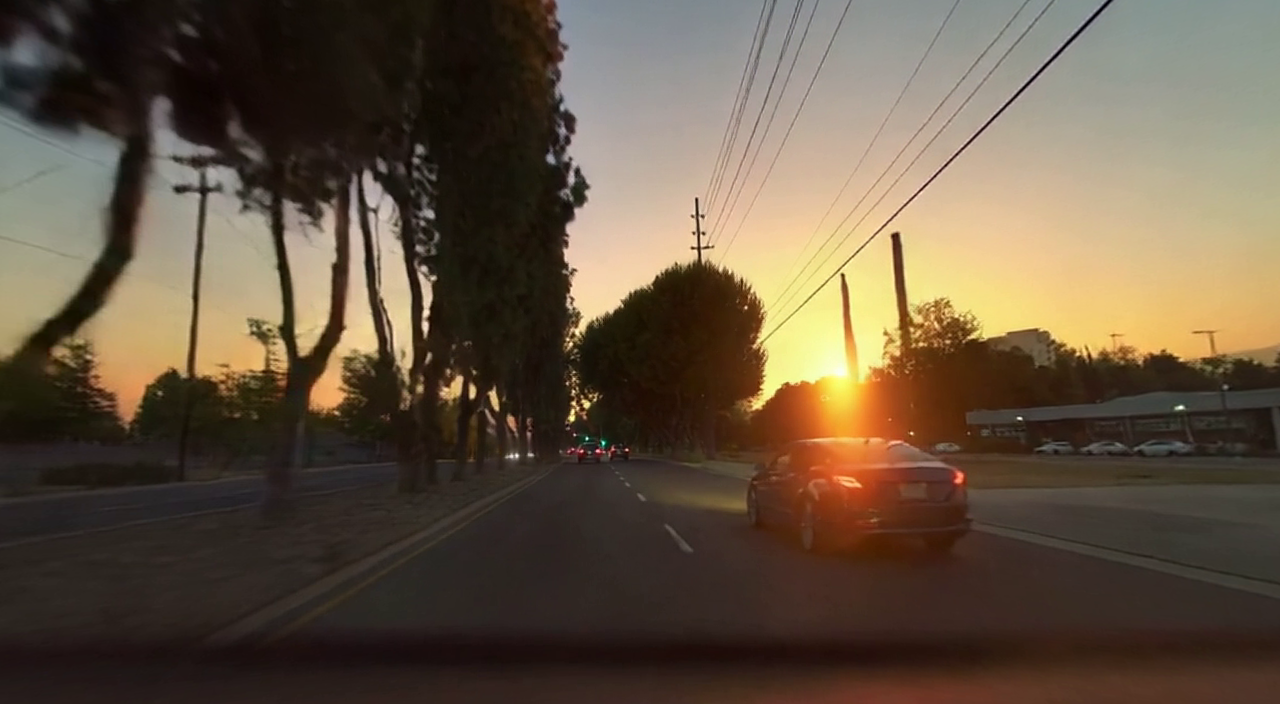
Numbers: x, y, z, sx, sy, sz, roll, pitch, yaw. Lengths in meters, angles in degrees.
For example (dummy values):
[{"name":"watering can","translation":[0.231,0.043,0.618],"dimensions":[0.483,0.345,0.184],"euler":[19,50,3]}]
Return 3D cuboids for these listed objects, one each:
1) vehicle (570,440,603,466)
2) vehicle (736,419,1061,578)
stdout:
[{"name":"vehicle","translation":[-3.841,7.205,45.108],"dimensions":[2.189,1.776,4.342],"euler":[1,-9,-5]},{"name":"vehicle","translation":[3.050,1.868,8.959],"dimensions":[2.235,1.597,4.918],"euler":[1,-9,-4]}]
